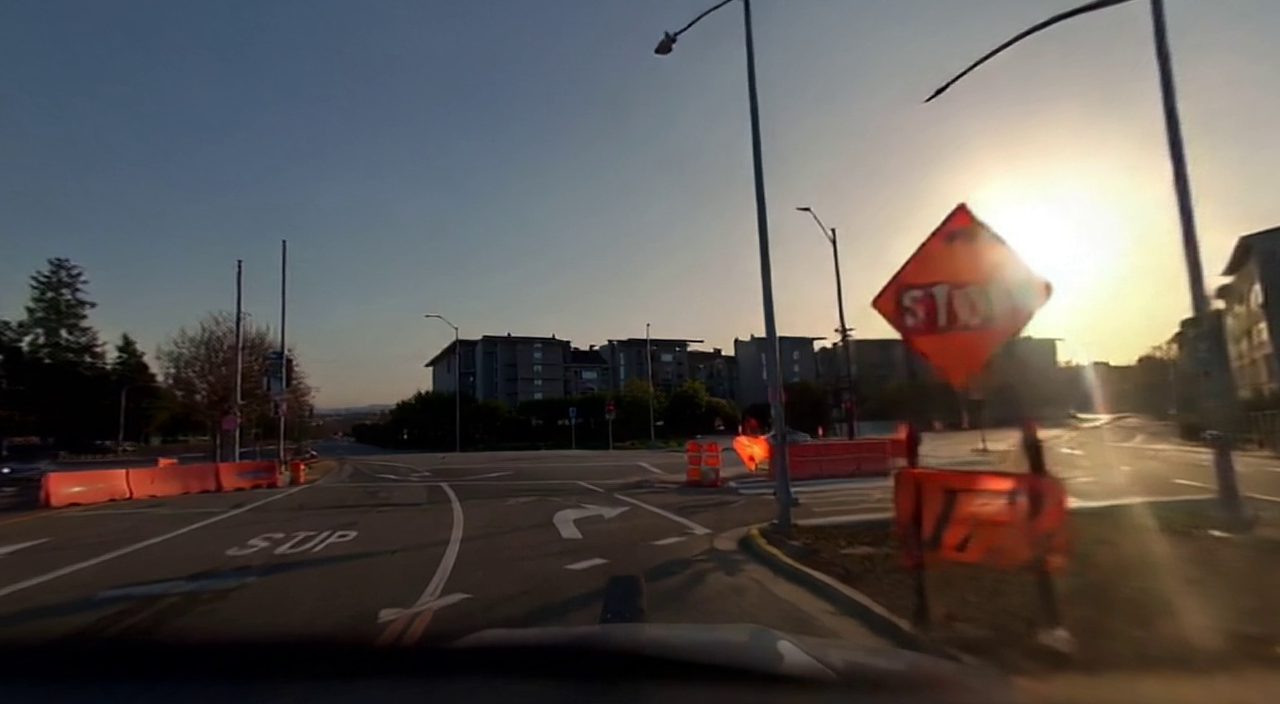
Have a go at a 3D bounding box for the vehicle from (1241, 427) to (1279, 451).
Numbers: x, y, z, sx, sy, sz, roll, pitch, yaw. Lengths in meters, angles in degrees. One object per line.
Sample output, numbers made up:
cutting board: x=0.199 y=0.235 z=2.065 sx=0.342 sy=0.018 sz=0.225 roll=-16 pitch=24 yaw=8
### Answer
vehicle: x=40.305 y=5.561 z=40.088 sx=1.917 sy=1.466 sz=4.422 roll=-5 pitch=-10 yaw=30

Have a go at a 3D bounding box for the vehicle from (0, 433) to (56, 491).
vehicle: x=-20.976 y=3.573 z=20.670 sx=4.292 sy=1.734 sz=2.159 roll=-8 pitch=-11 yaw=42

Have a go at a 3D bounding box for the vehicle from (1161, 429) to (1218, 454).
vehicle: x=37.756 y=6.184 z=43.403 sx=2.023 sy=1.567 sz=4.283 roll=-5 pitch=-10 yaw=29
